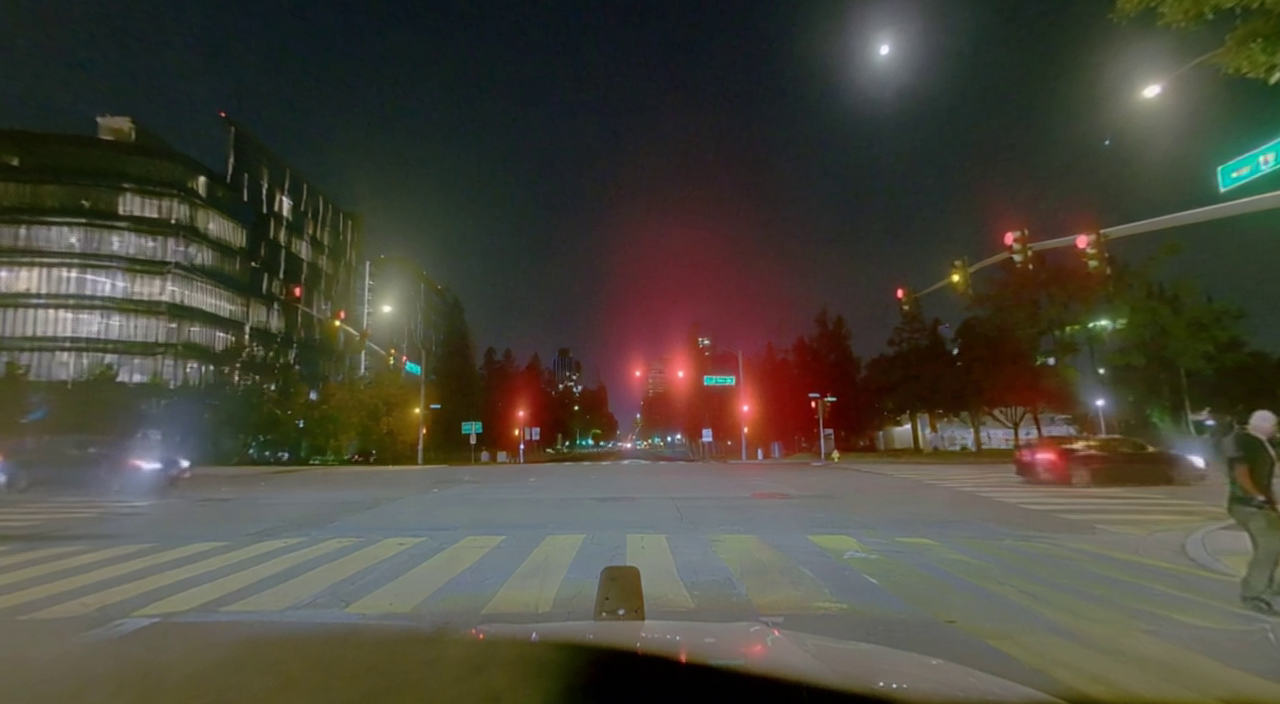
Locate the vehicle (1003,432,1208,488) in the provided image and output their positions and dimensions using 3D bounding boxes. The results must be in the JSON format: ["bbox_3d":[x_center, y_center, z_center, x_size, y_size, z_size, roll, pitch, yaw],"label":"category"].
[{"bbox_3d":[13.634,3.176,18.732,4.502,1.512,1.917,0,-9,0],"label":"vehicle"}]

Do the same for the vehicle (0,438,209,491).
[{"bbox_3d":[-16.045,3.358,19.029,4.698,1.466,1.883,0,-9,1],"label":"vehicle"}]
